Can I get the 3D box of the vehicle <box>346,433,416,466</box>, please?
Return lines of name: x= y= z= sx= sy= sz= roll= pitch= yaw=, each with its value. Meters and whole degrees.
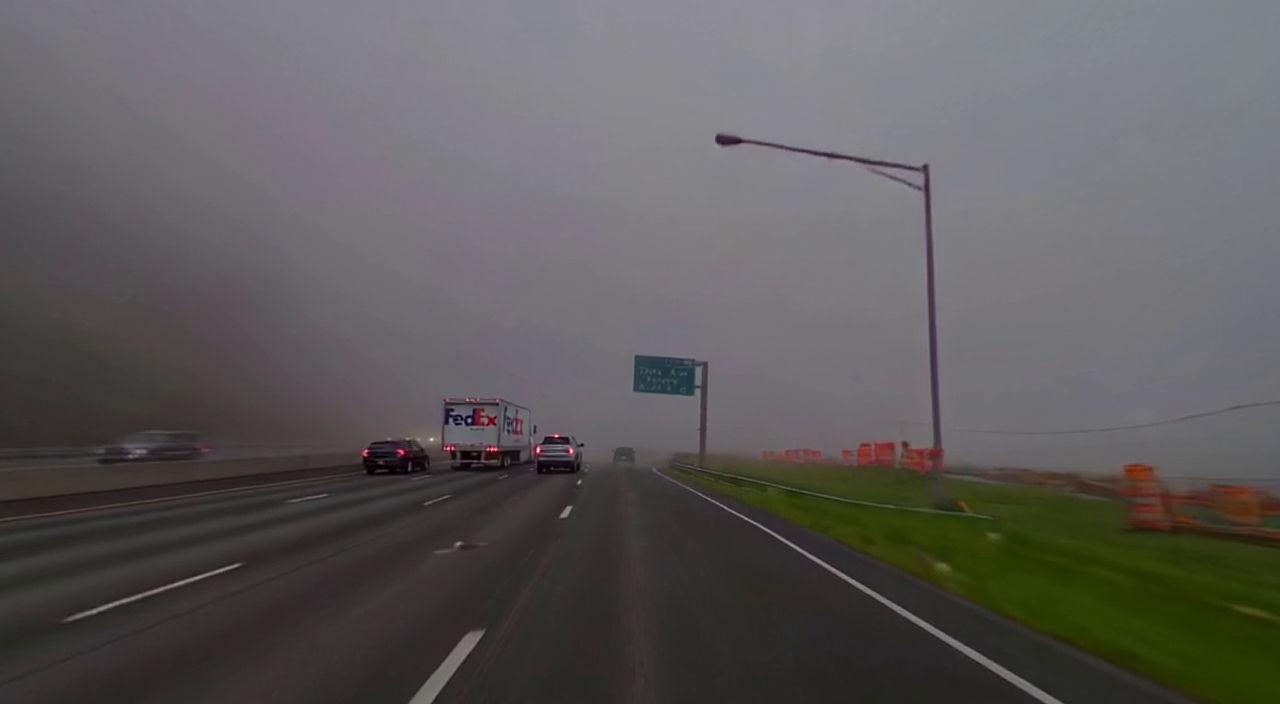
vehicle: x=-13.920 y=5.264 z=34.252 sx=2.018 sy=1.668 sz=4.409 roll=0 pitch=-9 yaw=-2

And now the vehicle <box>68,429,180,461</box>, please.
vehicle: x=-26.714 y=4.865 z=32.972 sx=1.992 sy=1.536 sz=4.707 roll=0 pitch=-9 yaw=-2

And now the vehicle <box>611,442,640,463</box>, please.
vehicle: x=-1.122 y=7.513 z=47.182 sx=2.043 sy=1.489 sz=3.839 roll=0 pitch=-9 yaw=-3

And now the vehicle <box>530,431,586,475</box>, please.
vehicle: x=-3.728 y=4.696 z=29.537 sx=2.170 sy=1.886 sz=4.628 roll=0 pitch=-9 yaw=-2

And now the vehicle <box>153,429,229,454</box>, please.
vehicle: x=-30.893 y=6.213 z=43.689 sx=1.914 sy=1.670 sz=4.733 roll=0 pitch=-9 yaw=-3

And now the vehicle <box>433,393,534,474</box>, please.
vehicle: x=-7.051 y=3.931 z=29.924 sx=2.870 sy=3.266 sz=8.589 roll=0 pitch=-9 yaw=-2
